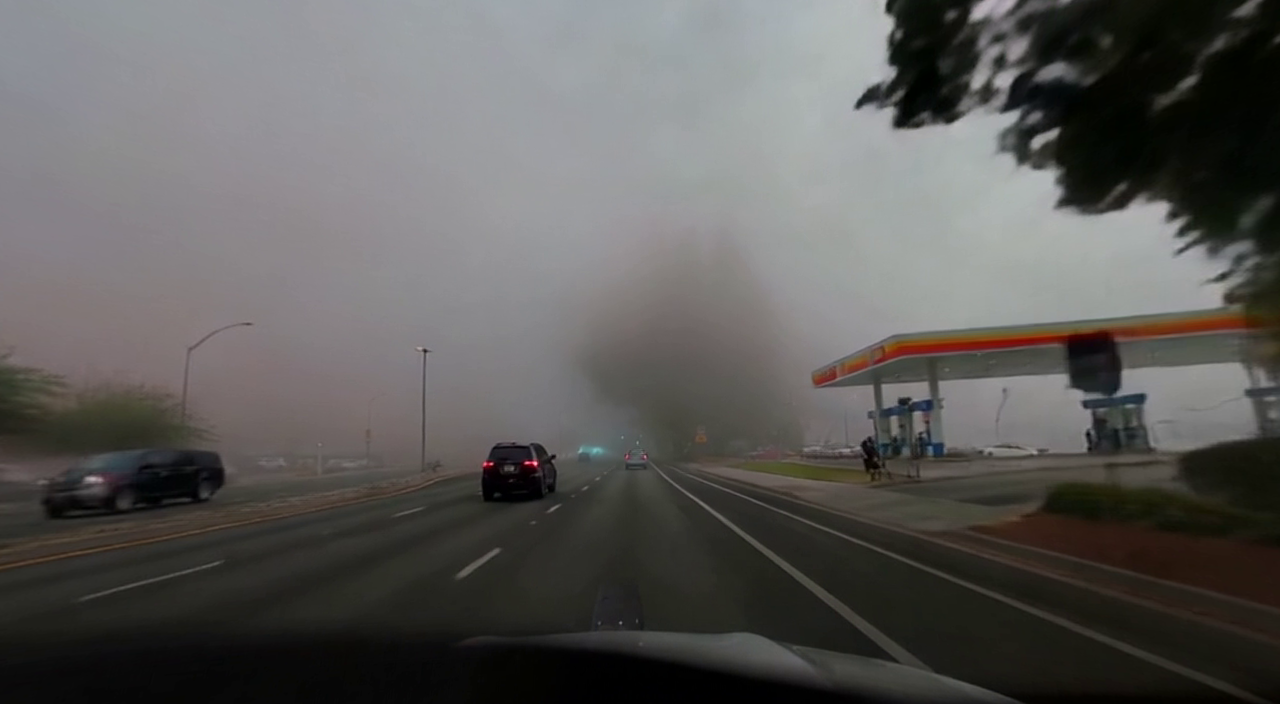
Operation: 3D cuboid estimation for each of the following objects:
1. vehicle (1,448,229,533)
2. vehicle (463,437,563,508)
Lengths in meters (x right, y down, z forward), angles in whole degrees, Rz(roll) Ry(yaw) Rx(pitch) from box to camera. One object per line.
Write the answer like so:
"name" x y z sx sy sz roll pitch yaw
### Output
"vehicle" -11.780 3.079 14.654 1.893 1.622 4.161 0 -9 -4
"vehicle" -3.548 3.461 18.580 1.985 1.772 4.479 -1 -9 0
